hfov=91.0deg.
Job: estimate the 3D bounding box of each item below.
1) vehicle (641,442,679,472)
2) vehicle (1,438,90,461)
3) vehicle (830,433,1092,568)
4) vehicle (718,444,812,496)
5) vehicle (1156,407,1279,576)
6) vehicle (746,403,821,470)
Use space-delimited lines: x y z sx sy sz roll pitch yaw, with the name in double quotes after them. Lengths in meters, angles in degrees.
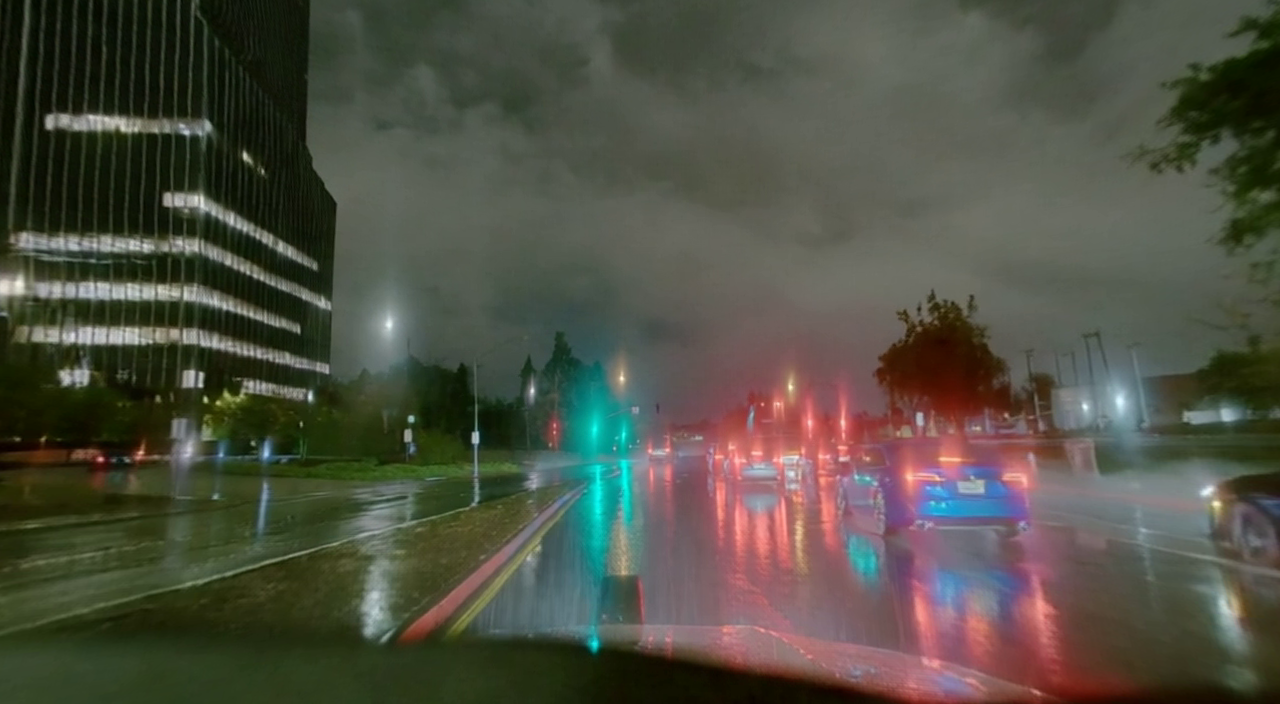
1.268 6.395 38.526 2.121 1.728 4.161 -1 -8 4 "vehicle"
-45.618 7.452 48.351 4.600 1.700 1.957 1 -8 -5 "vehicle"
4.634 2.167 10.182 2.089 1.609 4.922 -1 -8 6 "vehicle"
4.043 3.878 21.162 2.183 1.553 3.923 0 -8 -3 "vehicle"
7.777 1.289 5.451 2.138 1.738 5.088 0 -8 -3 "vehicle"
8.999 5.622 41.375 3.128 3.616 13.736 -1 -8 6 "vehicle"
